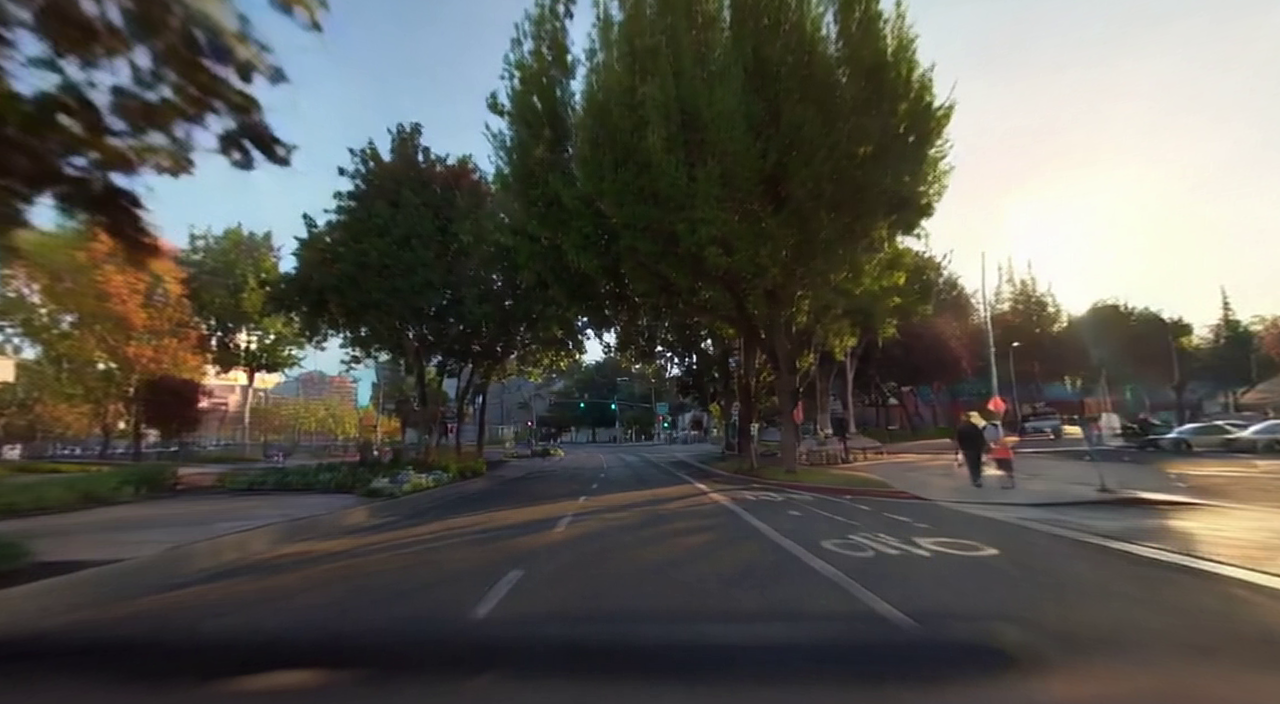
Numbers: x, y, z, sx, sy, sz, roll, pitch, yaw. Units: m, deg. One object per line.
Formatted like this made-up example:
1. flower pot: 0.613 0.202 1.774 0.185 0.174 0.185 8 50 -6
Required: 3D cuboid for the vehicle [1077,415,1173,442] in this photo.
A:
1. vehicle: 32.354 5.116 42.099 4.763 1.725 2.082 0 -9 -3
